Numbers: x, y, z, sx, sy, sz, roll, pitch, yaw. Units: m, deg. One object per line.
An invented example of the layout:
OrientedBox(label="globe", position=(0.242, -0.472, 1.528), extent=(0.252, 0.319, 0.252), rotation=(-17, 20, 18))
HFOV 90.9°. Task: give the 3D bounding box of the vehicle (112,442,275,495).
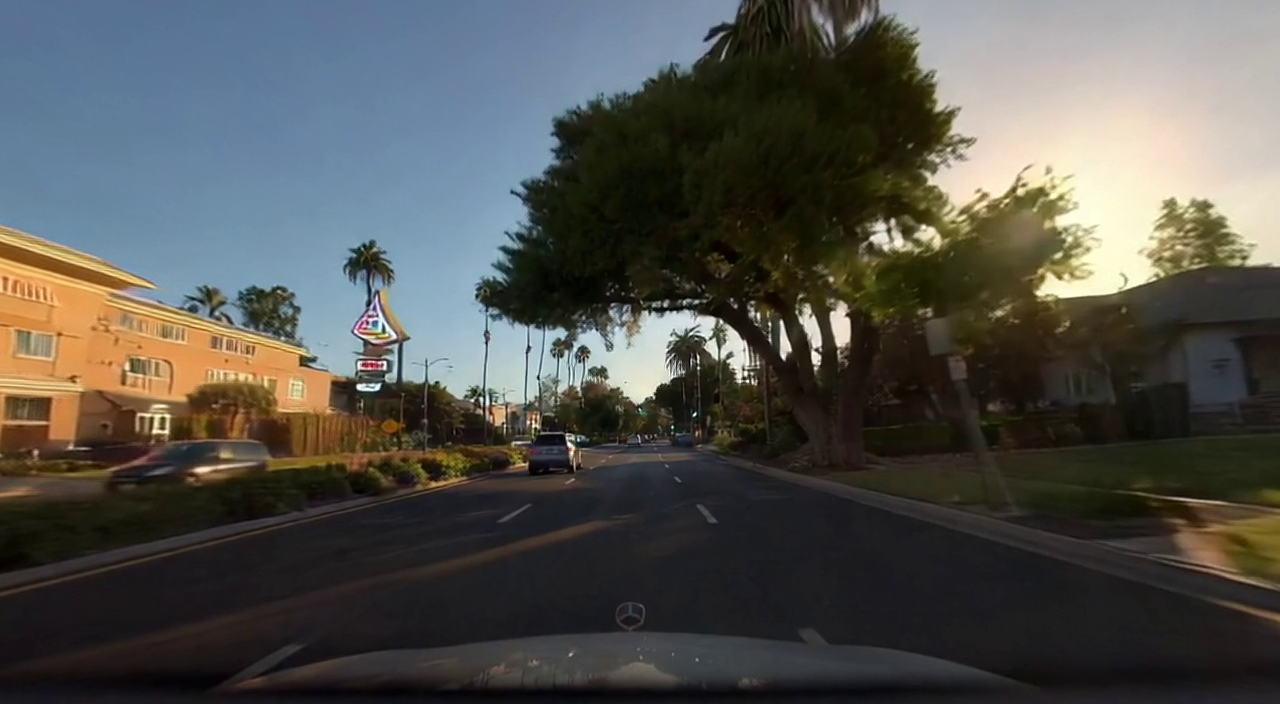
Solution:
OrientedBox(label="vehicle", position=(-14.355, 3.734, 20.679), extent=(2.075, 1.526, 4.403), rotation=(0, -8, 1))

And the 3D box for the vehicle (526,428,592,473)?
OrientedBox(label="vehicle", position=(-3.242, 4.072, 26.219), extent=(2.062, 1.693, 4.669), rotation=(0, -8, 1))
